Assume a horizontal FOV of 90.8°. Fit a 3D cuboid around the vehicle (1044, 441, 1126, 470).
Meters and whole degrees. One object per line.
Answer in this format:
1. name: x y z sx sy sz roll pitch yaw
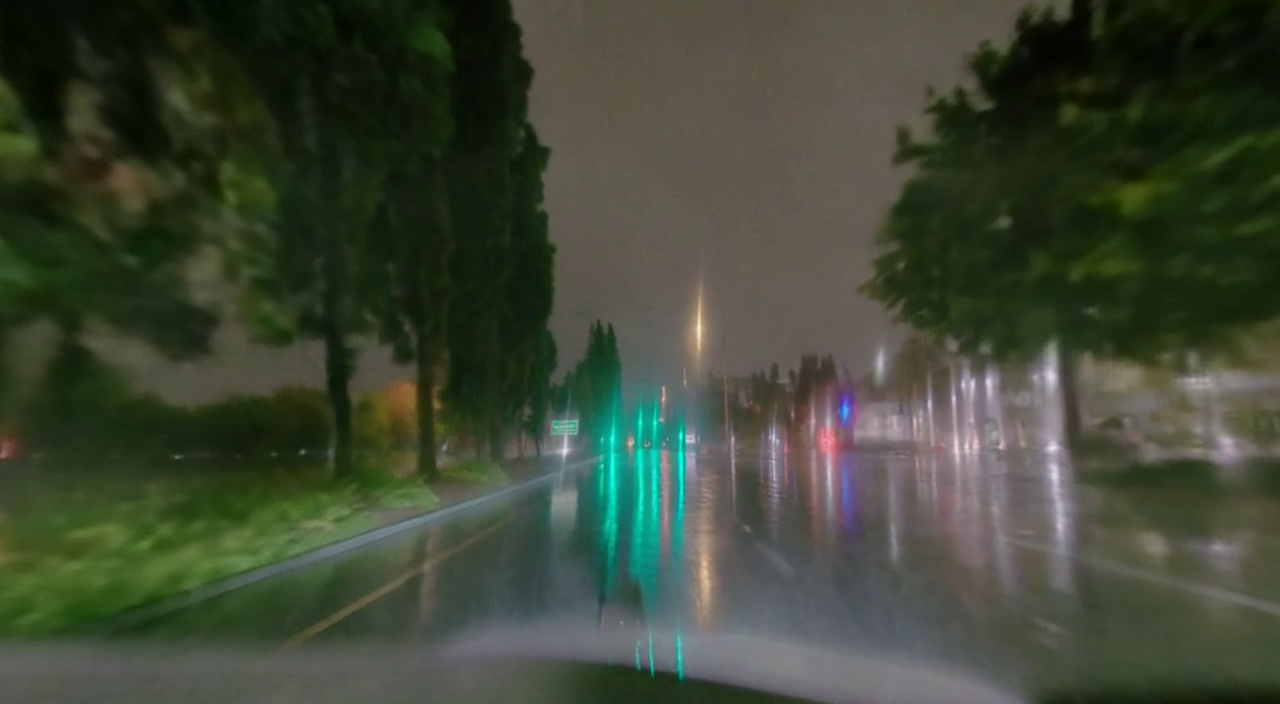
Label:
1. vehicle: 24.630 5.763 35.126 1.579 1.419 3.726 -2 -10 -4
